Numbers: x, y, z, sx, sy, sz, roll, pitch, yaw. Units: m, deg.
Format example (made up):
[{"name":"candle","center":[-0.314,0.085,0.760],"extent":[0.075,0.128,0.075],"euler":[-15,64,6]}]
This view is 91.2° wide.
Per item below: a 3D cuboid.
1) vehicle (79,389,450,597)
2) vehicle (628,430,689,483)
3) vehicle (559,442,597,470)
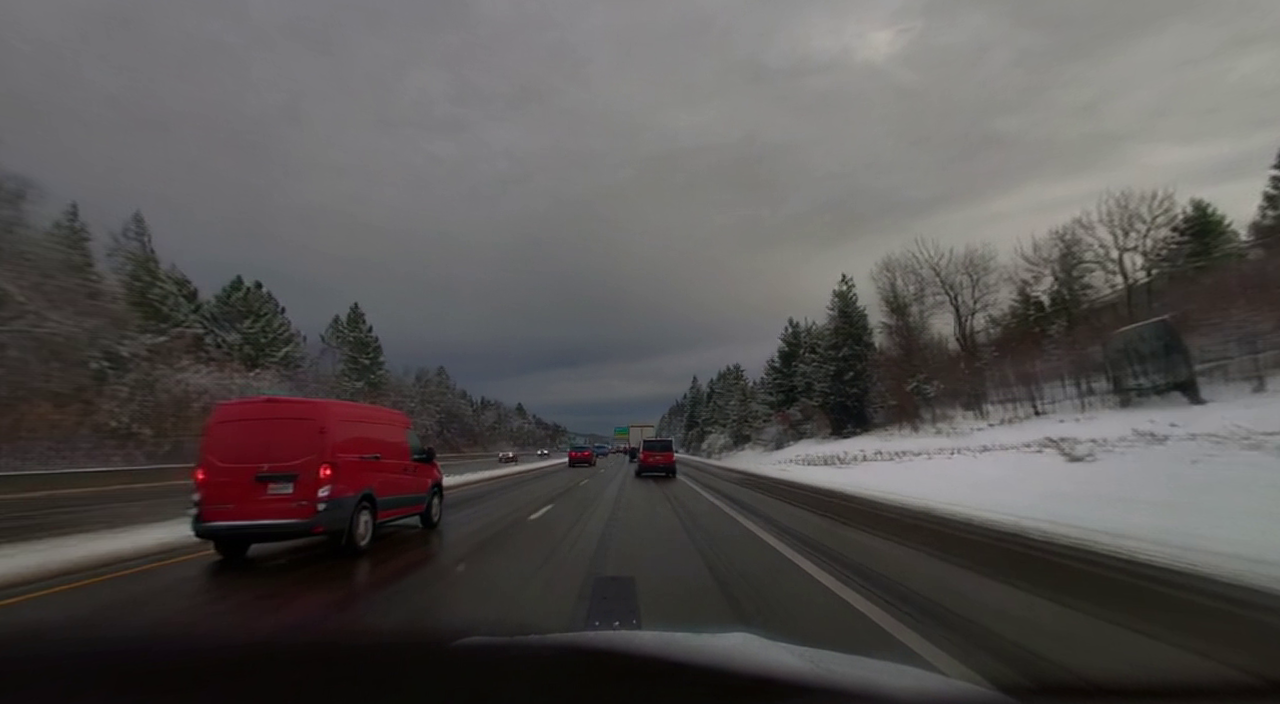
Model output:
[{"name":"vehicle","center":[-3.865,1.523,7.481],"extent":[2.021,1.790,3.907],"euler":[0,-9,-1]},{"name":"vehicle","center":[0.648,4.279,25.825],"extent":[2.179,1.930,4.538],"euler":[0,-9,-2]},{"name":"vehicle","center":[-4.013,6.779,40.948],"extent":[2.088,1.688,4.365],"euler":[0,-9,-1]}]
